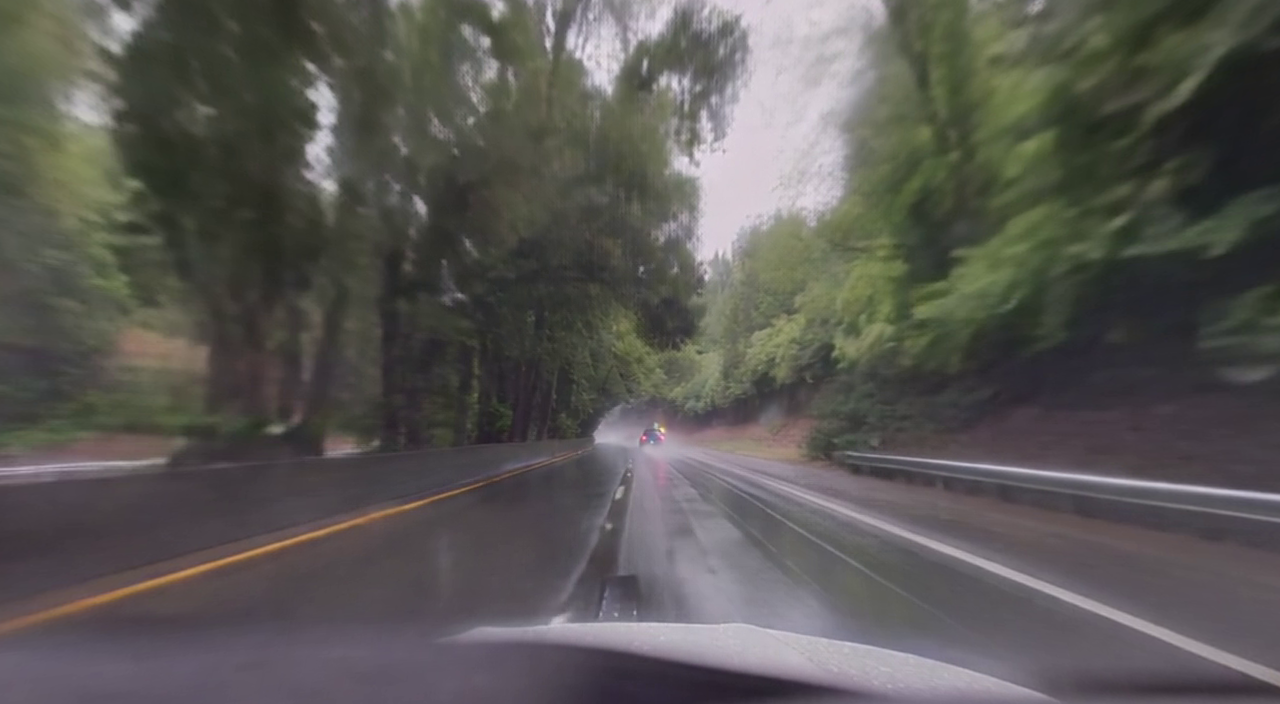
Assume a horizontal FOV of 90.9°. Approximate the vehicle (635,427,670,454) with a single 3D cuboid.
[{"bbox_3d":[0.816,6.172,44.028,2.240,1.801,4.545,0,-8,-2],"label":"vehicle"}]
